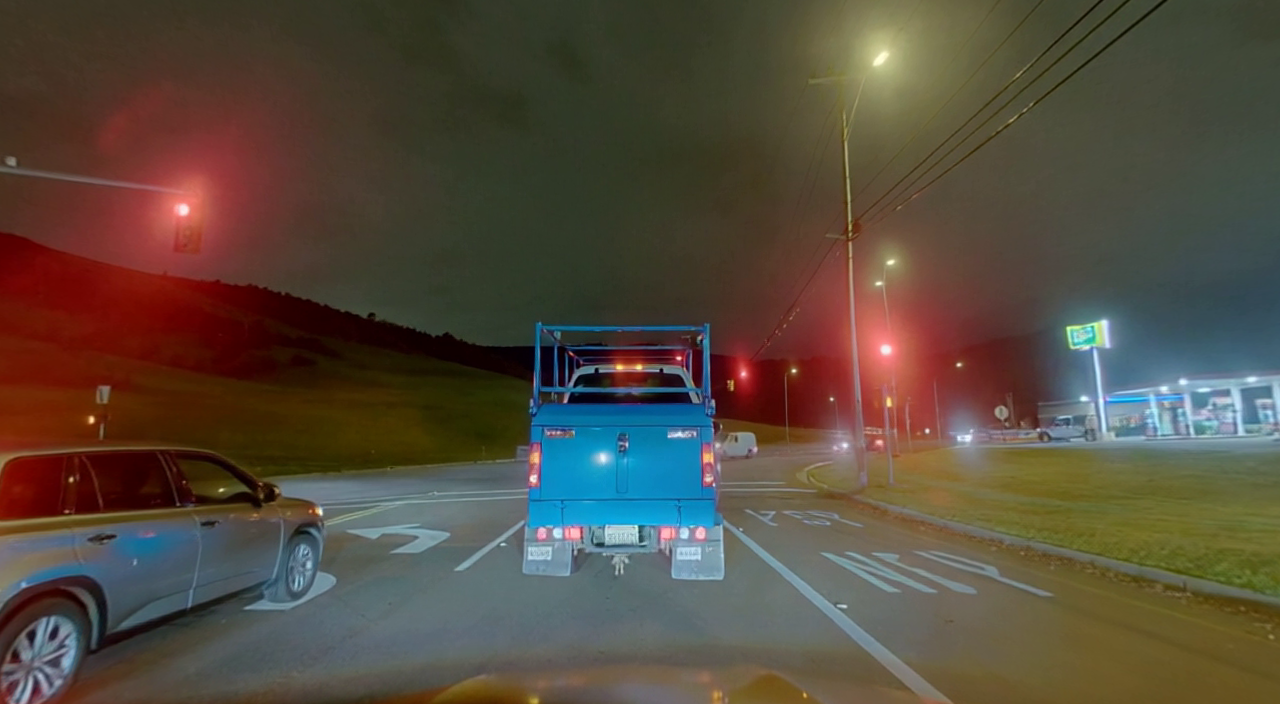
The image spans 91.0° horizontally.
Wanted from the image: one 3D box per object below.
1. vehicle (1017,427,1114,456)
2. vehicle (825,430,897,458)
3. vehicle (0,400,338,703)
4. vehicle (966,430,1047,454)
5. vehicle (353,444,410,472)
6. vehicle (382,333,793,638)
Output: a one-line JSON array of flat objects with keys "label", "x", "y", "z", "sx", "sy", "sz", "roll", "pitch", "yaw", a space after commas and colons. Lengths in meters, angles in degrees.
[{"label": "vehicle", "x": 25.577, "y": 5.397, "z": 37.932, "sx": 4.419, "sy": 1.496, "sz": 1.854, "roll": -2, "pitch": -9, "yaw": 1}, {"label": "vehicle", "x": 16.498, "y": 6.832, "z": 46.793, "sx": 6.346, "sy": 1.917, "sz": 2.360, "roll": 8, "pitch": -12, "yaw": -43}, {"label": "vehicle", "x": -3.956, "y": 1.193, "z": 3.994, "sx": 2.017, "sy": 1.555, "sz": 4.150, "roll": -1, "pitch": -9, "yaw": 0}, {"label": "vehicle", "x": 27.640, "y": 6.775, "z": 47.489, "sx": 5.021, "sy": 1.757, "sz": 2.012, "roll": 1, "pitch": -9, "yaw": -8}, {"label": "vehicle", "x": -17.106, "y": 7.020, "z": 41.928, "sx": 2.133, "sy": 1.690, "sz": 4.331, "roll": 0, "pitch": -9, "yaw": -3}, {"label": "vehicle", "x": -0.418, "y": 1.326, "z": 7.220, "sx": 2.859, "sy": 2.144, "sz": 5.406, "roll": 0, "pitch": -9, "yaw": -1}]
